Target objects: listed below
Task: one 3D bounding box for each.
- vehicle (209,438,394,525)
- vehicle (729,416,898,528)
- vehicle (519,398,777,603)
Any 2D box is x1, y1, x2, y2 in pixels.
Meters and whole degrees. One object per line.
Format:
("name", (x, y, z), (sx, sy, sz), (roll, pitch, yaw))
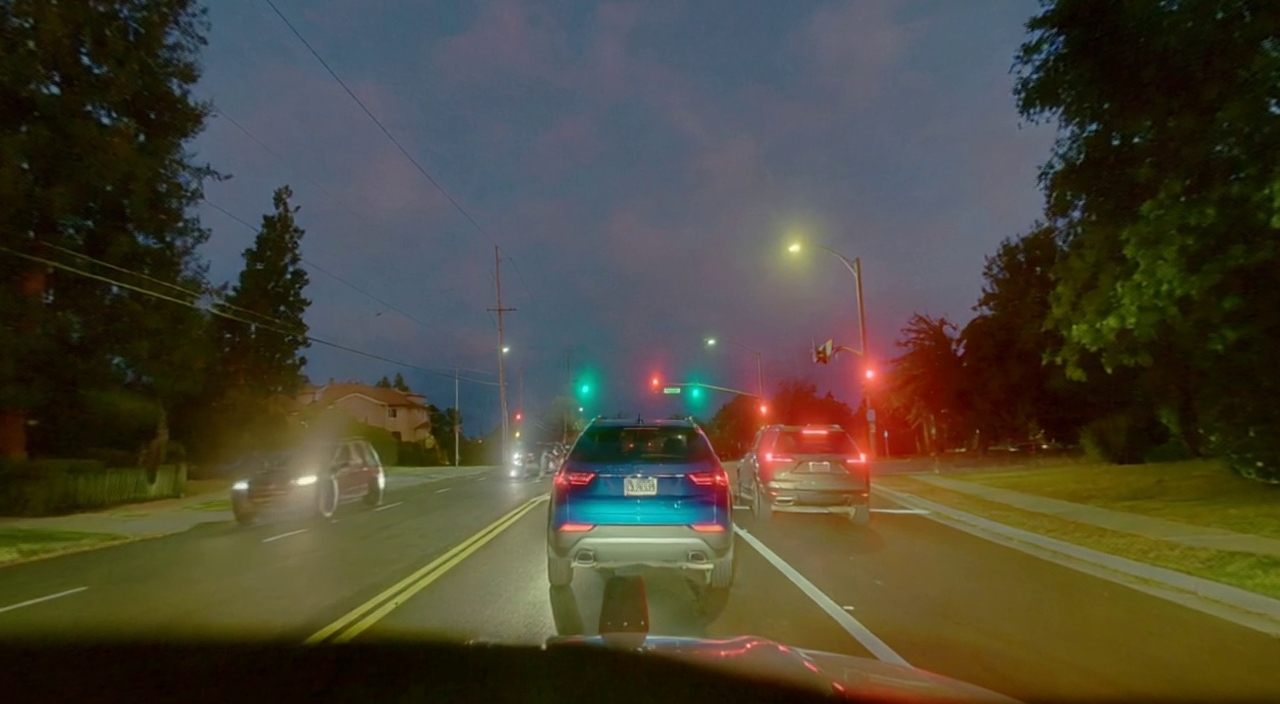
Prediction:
("vehicle", (-7.400, 2.825, 14.327), (1.985, 1.672, 3.960), (0, -8, 0))
("vehicle", (3.069, 2.220, 12.205), (1.967, 1.756, 4.281), (0, -8, -1))
("vehicle", (0.054, 1.541, 7.393), (2.151, 1.695, 4.100), (0, -8, 0))
